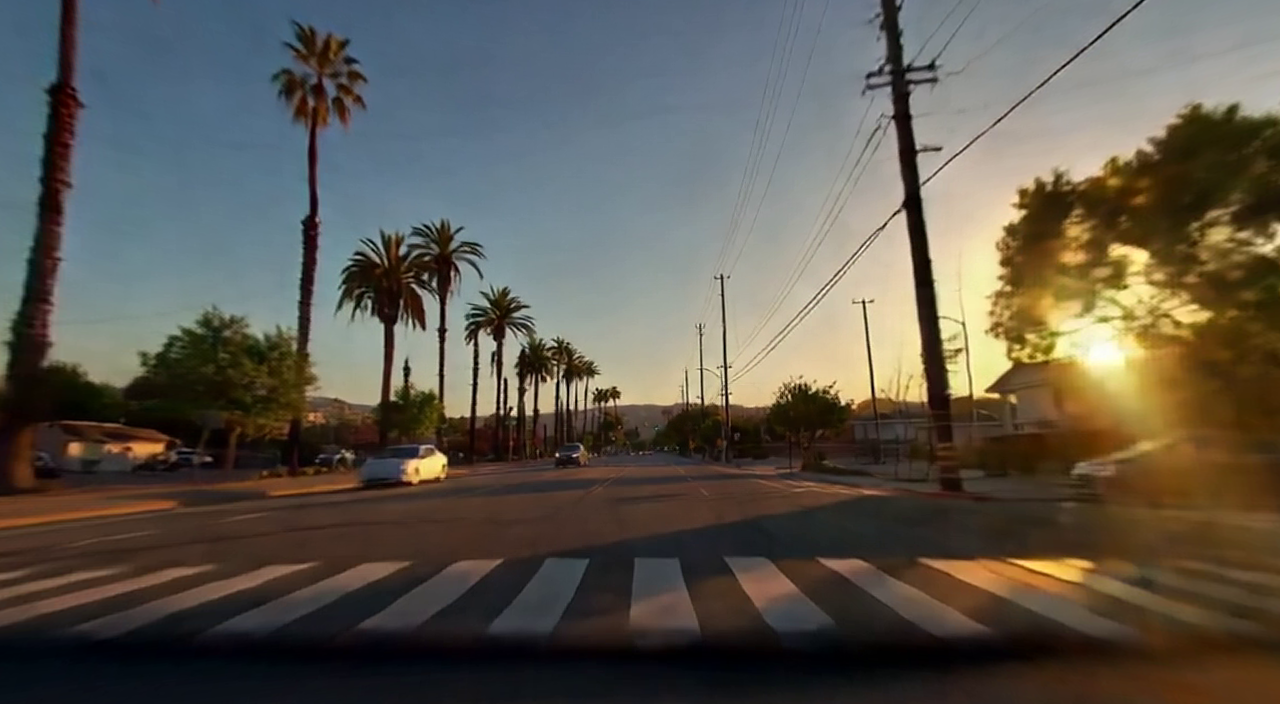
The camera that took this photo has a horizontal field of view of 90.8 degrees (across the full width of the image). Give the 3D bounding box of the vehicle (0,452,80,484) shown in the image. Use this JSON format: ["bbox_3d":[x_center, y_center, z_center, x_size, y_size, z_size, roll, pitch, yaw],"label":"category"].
[{"bbox_3d":[-38.599,7.263,39.639,4.646,1.880,1.886,3,-9,-23],"label":"vehicle"}]

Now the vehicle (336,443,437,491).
[{"bbox_3d":[-9.752,4.434,24.755,1.976,1.706,4.409,0,-9,2],"label":"vehicle"}]

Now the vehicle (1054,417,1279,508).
[{"bbox_3d":[12.591,2.283,13.287,5.981,1.680,2.327,-2,-10,3],"label":"vehicle"}]
